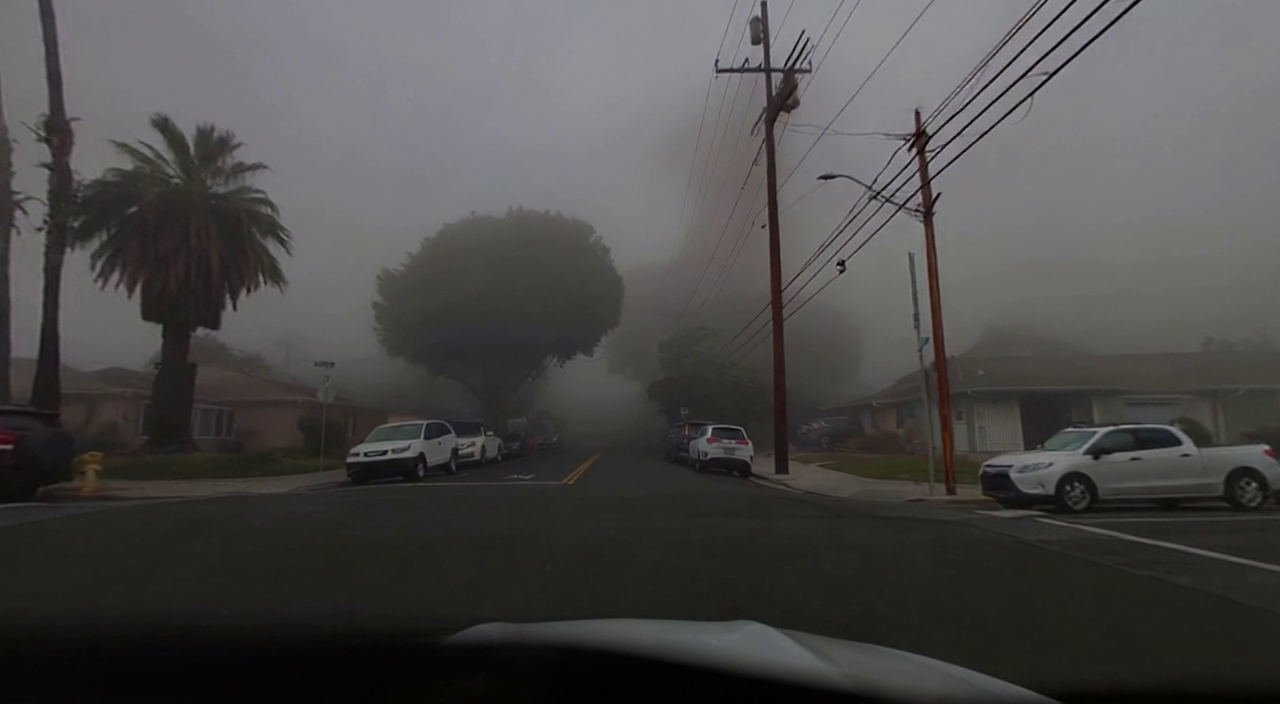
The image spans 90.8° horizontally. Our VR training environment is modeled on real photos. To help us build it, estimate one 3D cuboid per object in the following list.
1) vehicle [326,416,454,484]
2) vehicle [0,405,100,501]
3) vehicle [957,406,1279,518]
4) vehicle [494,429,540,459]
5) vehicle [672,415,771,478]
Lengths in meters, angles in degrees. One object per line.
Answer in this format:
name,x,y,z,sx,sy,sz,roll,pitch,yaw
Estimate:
vehicle,-7.027,2.838,18.372,2.198,1.724,4.493,1,-9,-5
vehicle,-14.815,2.097,12.553,5.847,1.766,2.392,-1,-8,-3
vehicle,10.249,2.234,13.186,5.971,1.967,2.385,-1,-9,-5
vehicle,-8.023,6.066,41.686,2.178,1.865,4.658,0,-9,-2
vehicle,2.626,3.313,22.194,2.505,1.895,5.805,1,-9,-2
